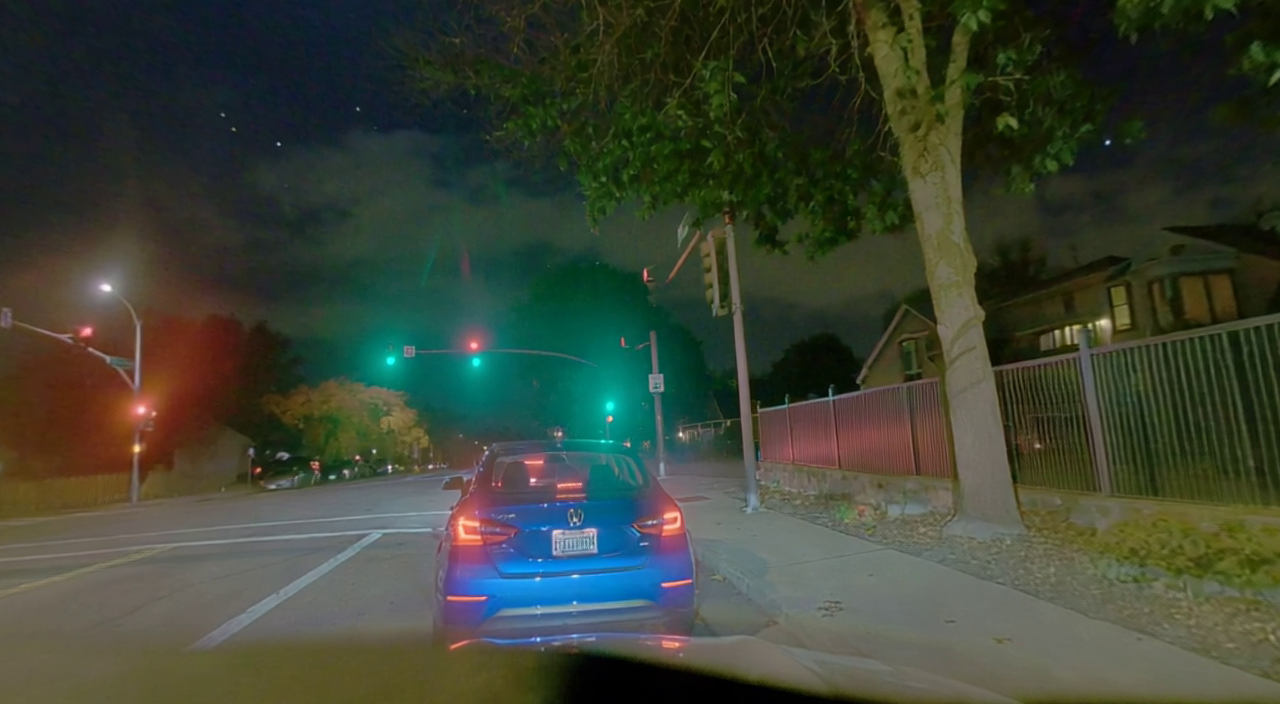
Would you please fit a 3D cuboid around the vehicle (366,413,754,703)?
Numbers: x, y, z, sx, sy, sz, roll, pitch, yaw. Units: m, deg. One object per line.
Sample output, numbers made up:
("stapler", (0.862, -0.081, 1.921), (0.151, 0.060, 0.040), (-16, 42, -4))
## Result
("vehicle", (-0.663, 1.361, 5.228), (2.024, 1.502, 3.702), (1, -9, -9))
